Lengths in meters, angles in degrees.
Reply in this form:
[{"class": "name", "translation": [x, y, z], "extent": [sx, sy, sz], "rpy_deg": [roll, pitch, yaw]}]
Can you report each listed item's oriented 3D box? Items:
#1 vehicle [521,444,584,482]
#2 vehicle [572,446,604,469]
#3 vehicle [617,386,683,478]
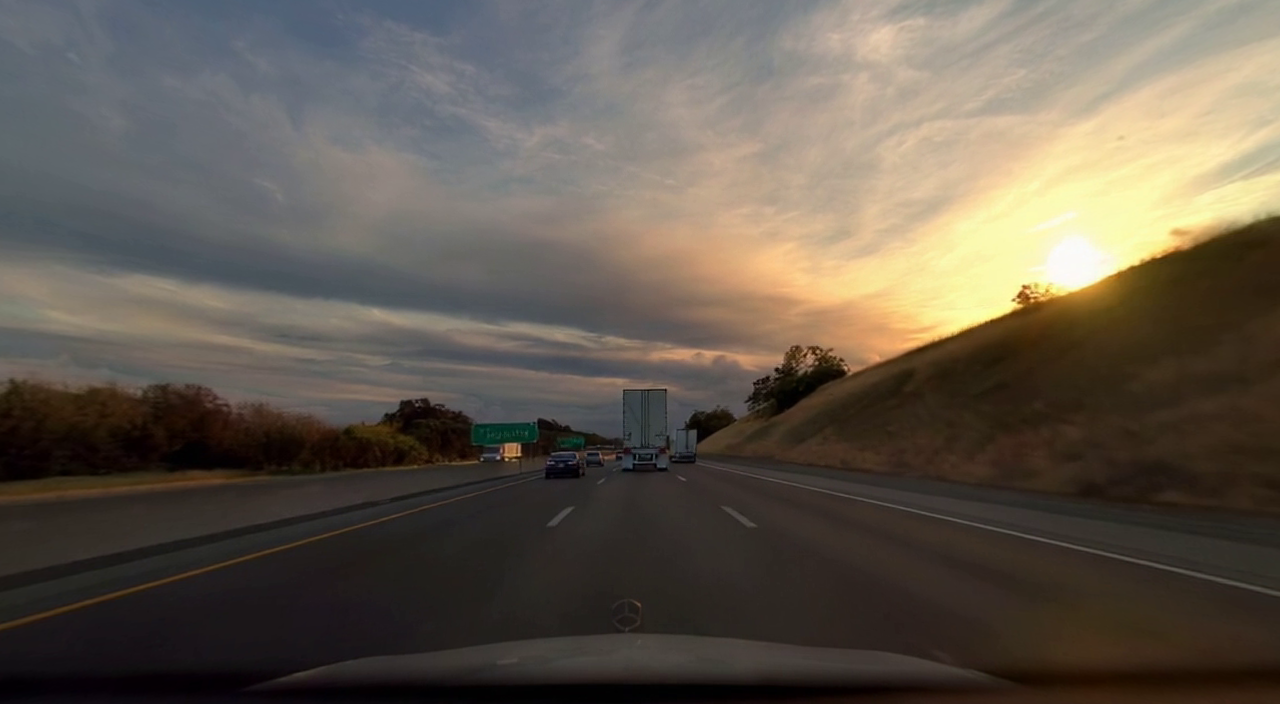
[{"class": "vehicle", "translation": [-3.720, 4.813, 27.615], "extent": [2.053, 1.489, 4.740], "rpy_deg": [0, -9, 0]}, {"class": "vehicle", "translation": [-3.799, 7.746, 46.461], "extent": [2.051, 1.537, 4.111], "rpy_deg": [0, -9, -1]}, {"class": "vehicle", "translation": [0.337, 4.390, 33.600], "extent": [2.919, 4.048, 11.010], "rpy_deg": [0, -9, -1]}]
